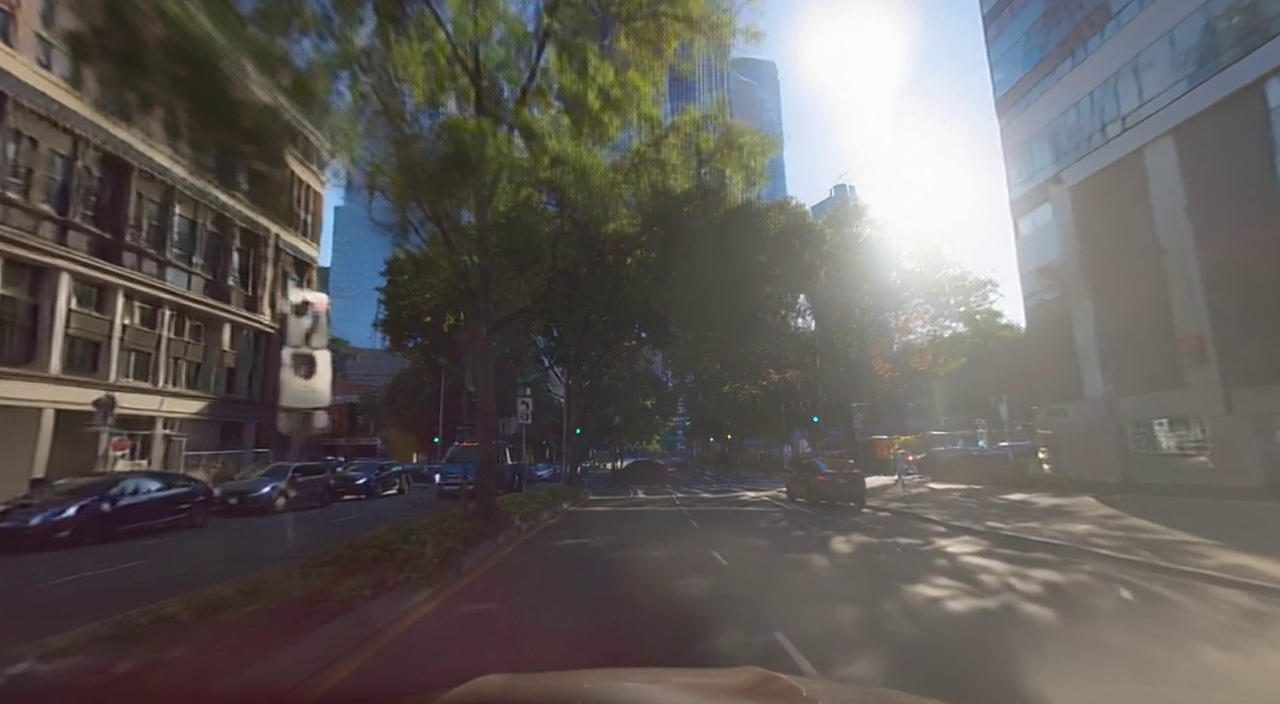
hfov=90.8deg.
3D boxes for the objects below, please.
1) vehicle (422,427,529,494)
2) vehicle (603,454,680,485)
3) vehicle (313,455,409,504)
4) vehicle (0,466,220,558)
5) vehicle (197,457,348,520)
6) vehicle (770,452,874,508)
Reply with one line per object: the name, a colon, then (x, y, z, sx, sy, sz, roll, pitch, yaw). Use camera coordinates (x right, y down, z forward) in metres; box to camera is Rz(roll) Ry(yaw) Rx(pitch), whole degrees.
vehicle: (-7.849, 5.274, 31.221, 2.591, 2.910, 6.652, -1, -9, 9)
vehicle: (0.080, 7.777, 42.094, 4.742, 1.906, 1.933, 2, -9, -16)
vehicle: (-11.204, 5.120, 25.750, 1.908, 1.721, 4.285, 0, -8, 0)
vehicle: (-11.281, 3.198, 13.259, 1.809, 1.429, 4.463, 0, -8, 1)
vehicle: (-11.245, 4.171, 19.831, 1.968, 1.608, 4.609, 0, -8, 0)
vehicle: (5.625, 3.980, 20.168, 1.888, 1.536, 4.381, 0, -8, -2)
